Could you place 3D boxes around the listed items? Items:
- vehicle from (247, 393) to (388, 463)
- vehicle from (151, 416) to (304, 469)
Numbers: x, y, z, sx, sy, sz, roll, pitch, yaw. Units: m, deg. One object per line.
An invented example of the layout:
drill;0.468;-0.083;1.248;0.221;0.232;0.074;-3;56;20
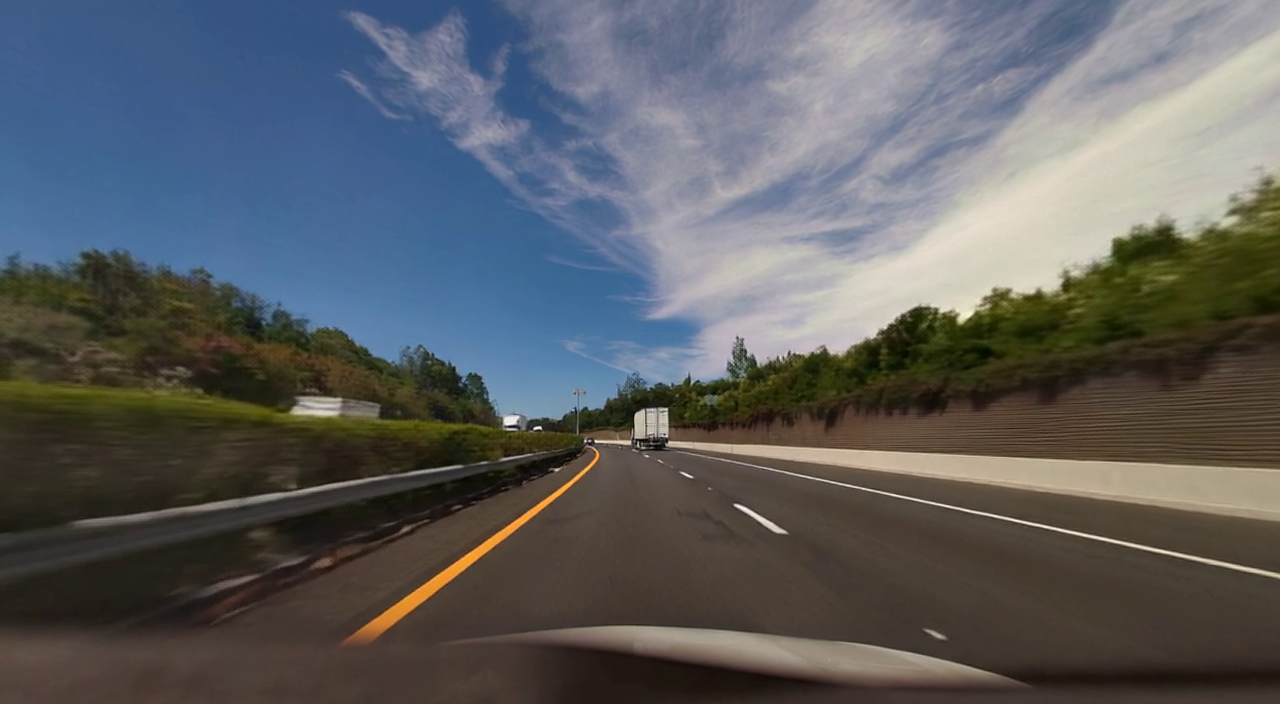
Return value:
vehicle;-13.501;3.312;26.989;2.953;2.650;5.903;0;-8;-1
vehicle;-13.181;2.951;20.555;2.027;1.507;4.580;0;-8;-2
